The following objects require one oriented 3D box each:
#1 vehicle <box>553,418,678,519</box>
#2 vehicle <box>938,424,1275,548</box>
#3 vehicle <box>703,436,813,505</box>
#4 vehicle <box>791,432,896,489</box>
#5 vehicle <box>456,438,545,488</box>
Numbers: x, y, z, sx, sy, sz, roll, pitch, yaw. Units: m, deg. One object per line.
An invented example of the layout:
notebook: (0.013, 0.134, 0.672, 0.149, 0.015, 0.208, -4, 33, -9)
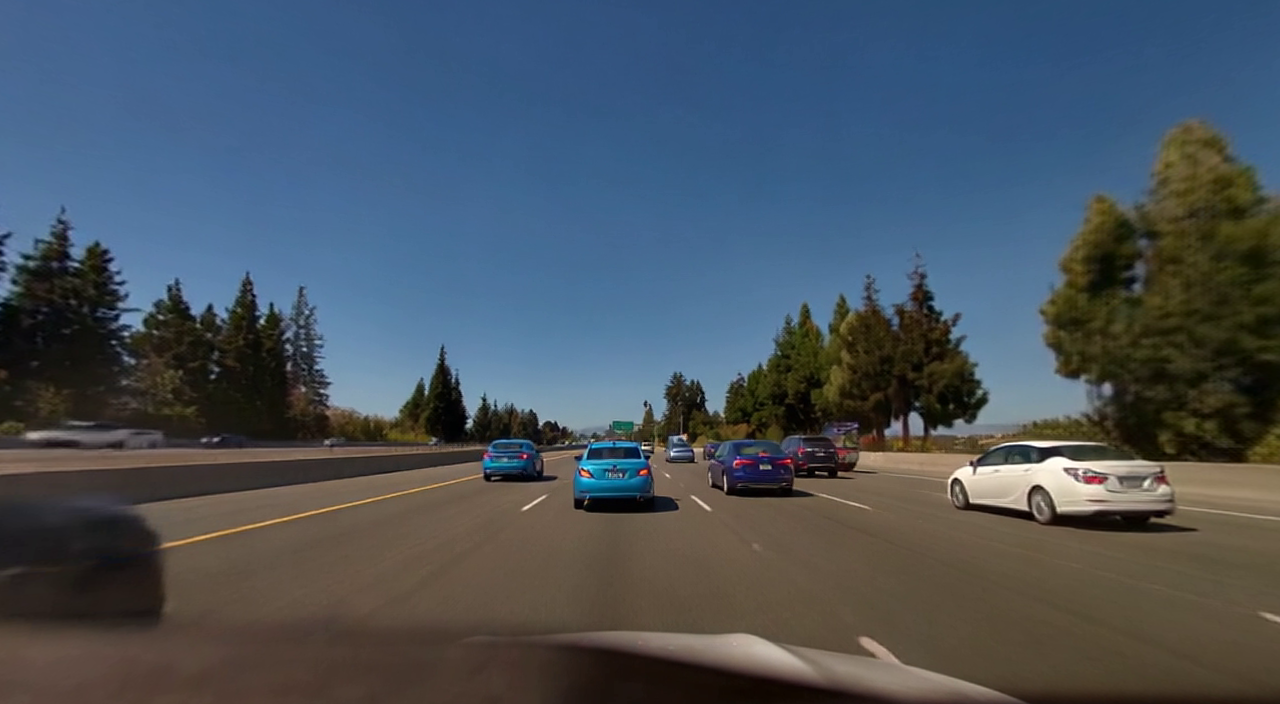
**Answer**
vehicle: (-0.435, 2.334, 13.011, 2.181, 1.728, 3.970, 1, -9, 0)
vehicle: (7.388, 2.159, 10.837, 2.106, 1.641, 4.671, 1, -9, -2)
vehicle: (2.885, 3.002, 16.401, 1.975, 1.532, 4.227, 1, -9, -1)
vehicle: (6.845, 3.684, 21.728, 2.022, 1.735, 4.400, 1, -9, -2)
vehicle: (-4.721, 3.829, 22.124, 2.071, 1.537, 4.912, 1, -9, -1)
